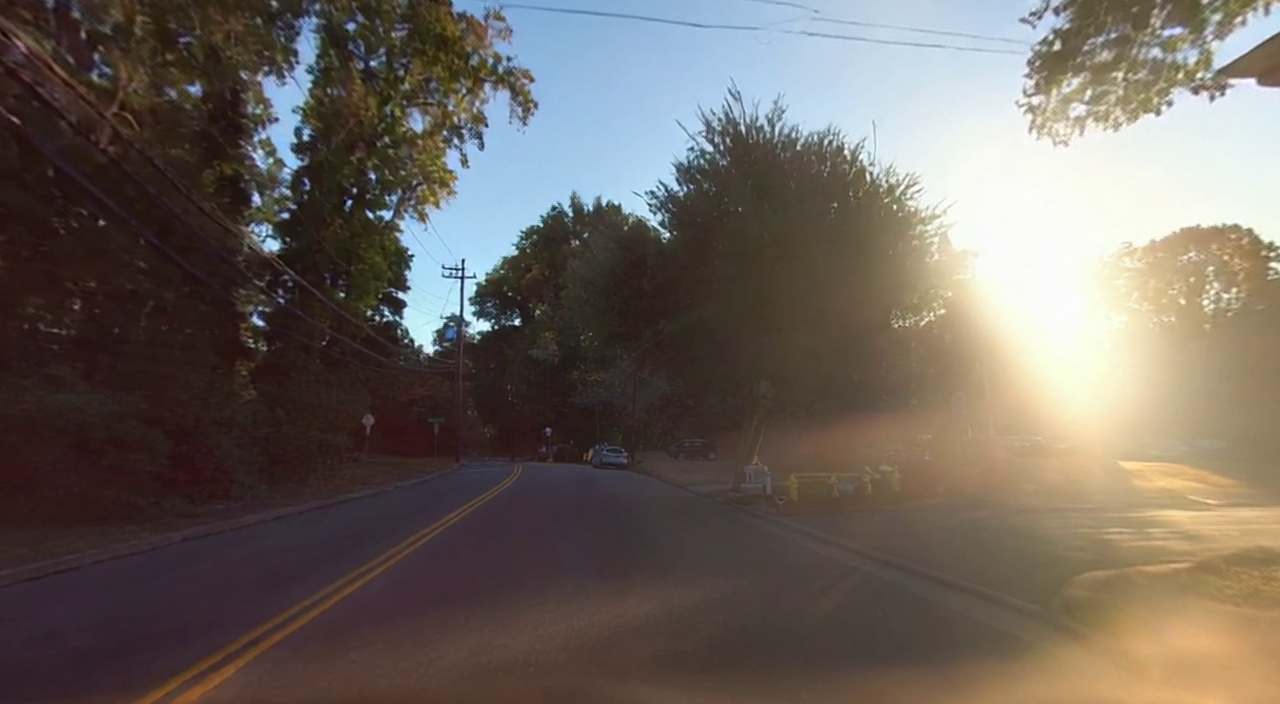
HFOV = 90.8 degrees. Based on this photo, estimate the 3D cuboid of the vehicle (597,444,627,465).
[{"bbox_3d":[-2.158,7.622,47.111,1.941,1.460,4.206,1,-9,-7],"label":"vehicle"}]
